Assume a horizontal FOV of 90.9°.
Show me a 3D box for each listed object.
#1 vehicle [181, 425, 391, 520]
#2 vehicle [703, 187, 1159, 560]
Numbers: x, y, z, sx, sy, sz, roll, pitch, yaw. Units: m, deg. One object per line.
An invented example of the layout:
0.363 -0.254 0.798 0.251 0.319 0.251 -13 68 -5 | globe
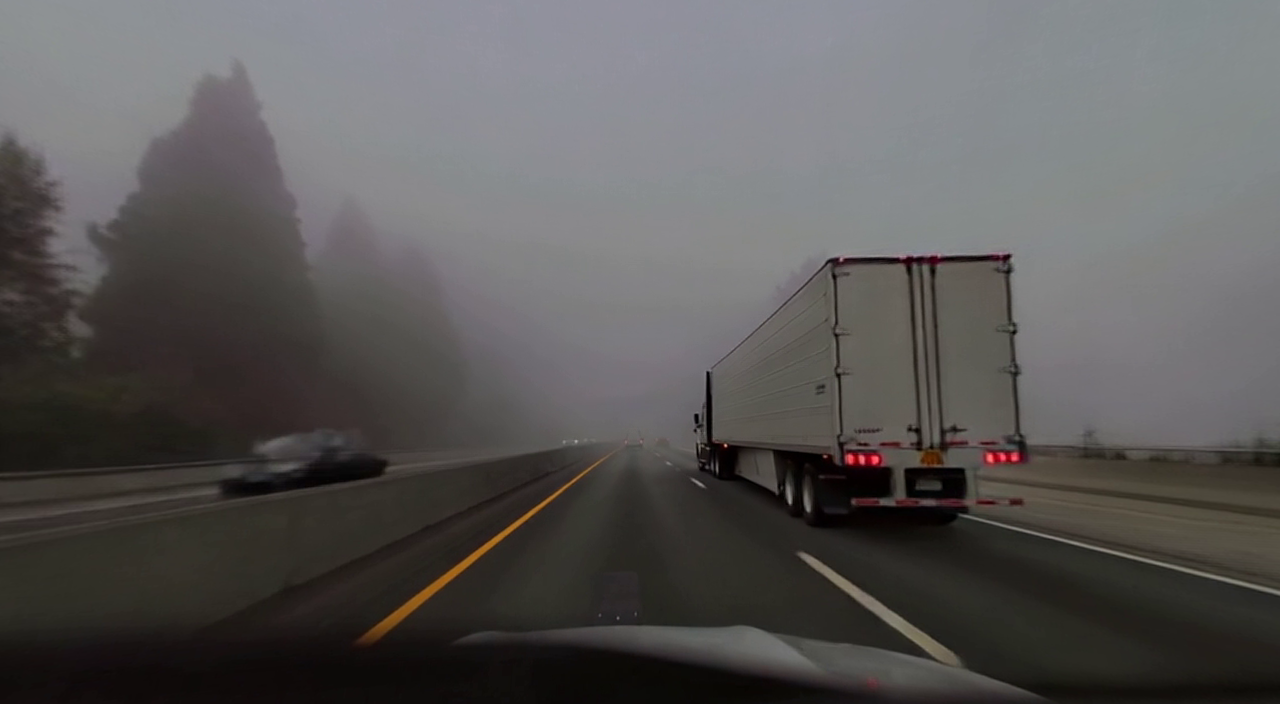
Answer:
-7.918 2.680 14.802 2.346 1.838 4.576 1 -7 -2 | vehicle
3.698 1.082 13.598 3.038 3.975 13.887 0 -8 -1 | vehicle
